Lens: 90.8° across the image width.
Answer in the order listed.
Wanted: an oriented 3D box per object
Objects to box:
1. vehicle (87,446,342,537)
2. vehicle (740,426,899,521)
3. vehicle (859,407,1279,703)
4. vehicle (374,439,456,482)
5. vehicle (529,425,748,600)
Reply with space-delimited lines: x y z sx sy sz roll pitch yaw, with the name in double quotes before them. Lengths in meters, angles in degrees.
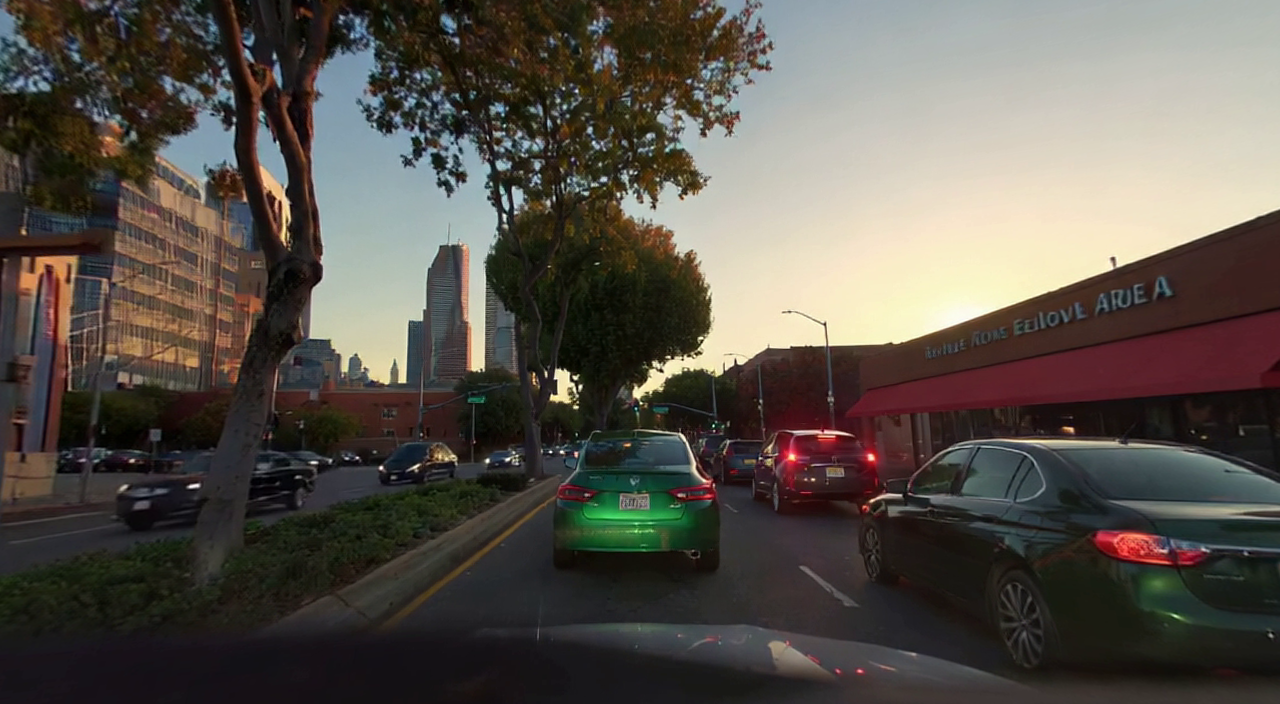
"vehicle" -8.020 2.623 12.555 2.169 1.477 4.168 0 -9 0
"vehicle" 3.531 2.484 13.417 2.025 1.660 4.263 0 -9 -1
"vehicle" 3.302 1.257 4.483 1.988 1.480 4.195 0 -9 0
"vehicle" -10.266 4.968 29.262 2.060 1.792 5.170 0 -9 -2
"vehicle" -0.022 1.655 7.301 1.887 1.487 3.535 0 -9 0
